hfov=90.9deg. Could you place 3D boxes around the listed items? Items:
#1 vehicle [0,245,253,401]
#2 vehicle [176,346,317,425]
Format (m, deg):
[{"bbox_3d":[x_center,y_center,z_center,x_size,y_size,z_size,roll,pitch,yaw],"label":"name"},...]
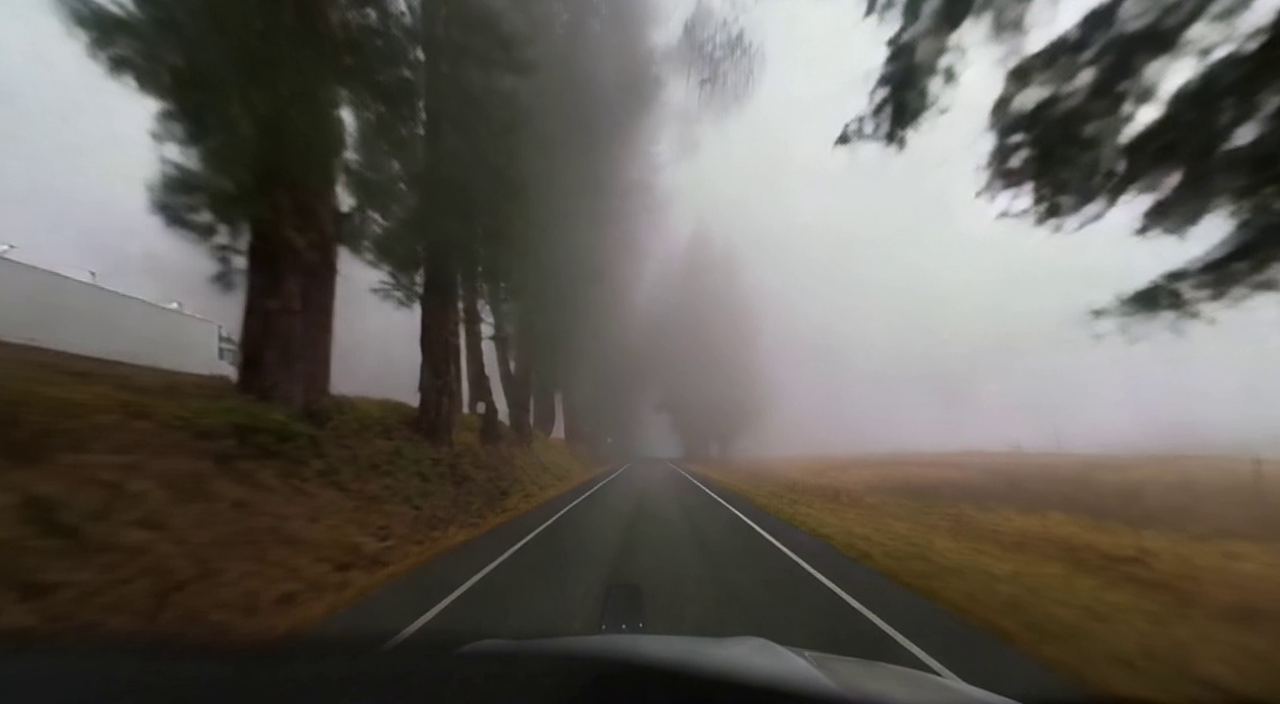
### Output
[{"bbox_3d":[-24.989,-0.784,28.805,3.314,4.163,16.558,-1,-11,3],"label":"vehicle"},{"bbox_3d":[-23.924,2.231,39.114,3.022,4.324,8.607,-1,-5,2],"label":"vehicle"}]
